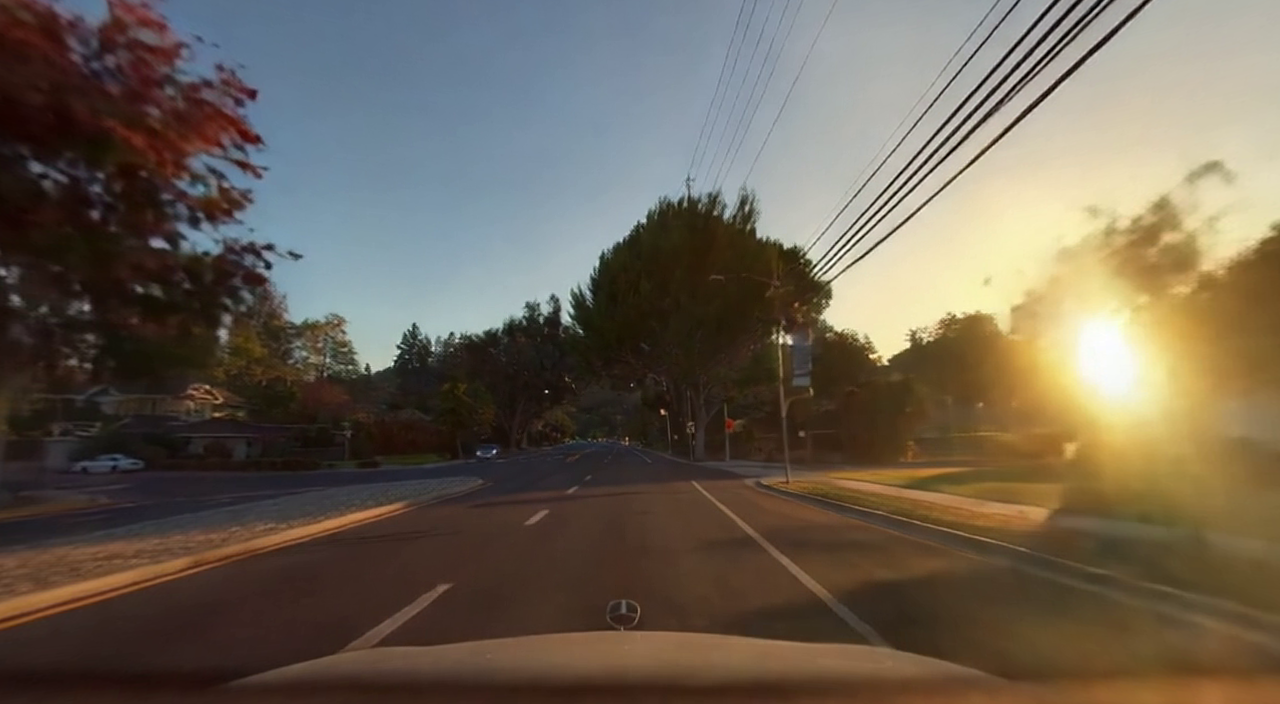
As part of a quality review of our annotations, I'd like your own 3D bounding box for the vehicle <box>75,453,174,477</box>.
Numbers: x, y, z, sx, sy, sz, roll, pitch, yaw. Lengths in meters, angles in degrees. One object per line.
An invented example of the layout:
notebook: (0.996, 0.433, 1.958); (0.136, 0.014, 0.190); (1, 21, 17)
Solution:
vehicle: (-31.236, 6.821, 38.364); (4.267, 1.381, 1.786); (1, -9, -6)
